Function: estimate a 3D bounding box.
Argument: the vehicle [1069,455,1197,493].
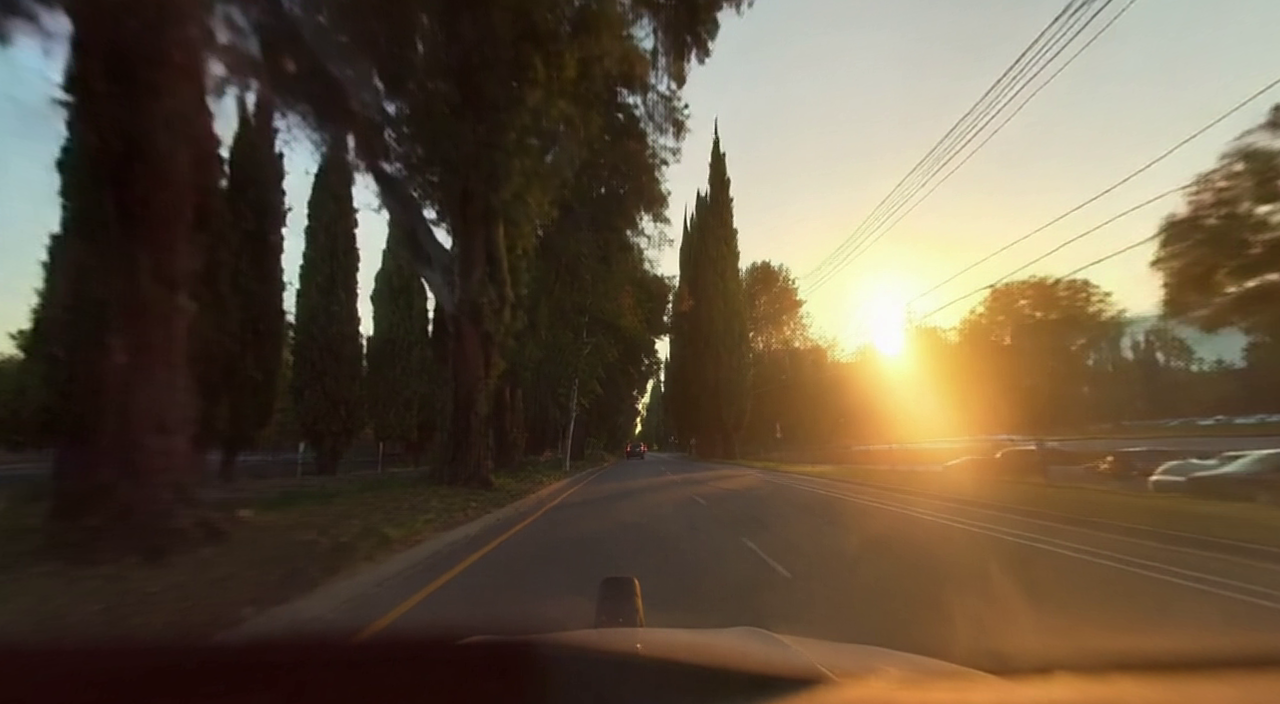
[{"bbox_3d":[23.787,5.898,30.624,4.519,1.658,1.911,-1,-8,0],"label":"vehicle"}]

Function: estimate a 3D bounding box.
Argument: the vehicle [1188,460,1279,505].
[{"bbox_3d":[24.040,4.962,24.232,4.271,1.542,1.887,0,-8,-3],"label":"vehicle"}]
